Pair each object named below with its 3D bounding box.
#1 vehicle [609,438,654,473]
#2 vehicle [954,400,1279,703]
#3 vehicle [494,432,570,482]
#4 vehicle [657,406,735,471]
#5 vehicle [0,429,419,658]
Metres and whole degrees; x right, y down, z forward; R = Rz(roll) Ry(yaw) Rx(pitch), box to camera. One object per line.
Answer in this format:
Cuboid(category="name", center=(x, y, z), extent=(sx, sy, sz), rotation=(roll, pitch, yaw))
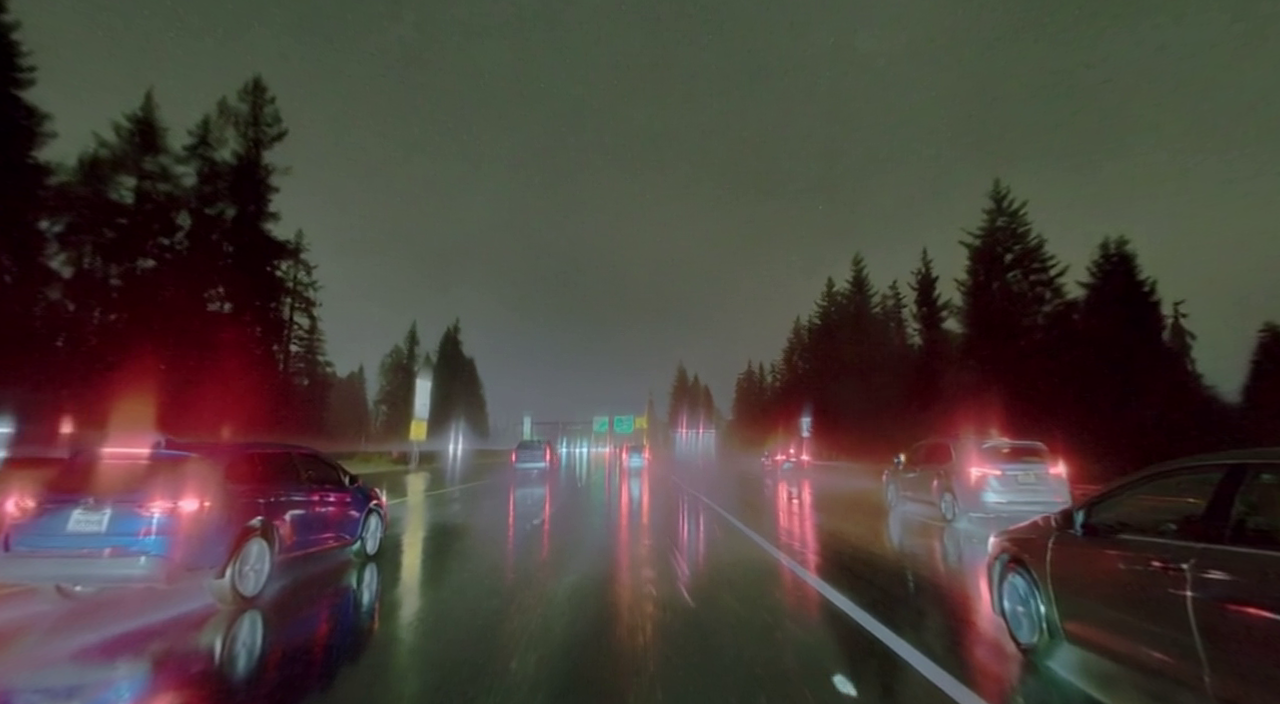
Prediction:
Cuboid(category="vehicle", center=(-0.444, 5.459, 33.354), extent=(2.235, 1.682, 4.094), rotation=(0, -8, -1))
Cuboid(category="vehicle", center=(3.179, 0.924, 2.092), extent=(2.031, 1.504, 4.327), rotation=(0, -8, 0))
Cuboid(category="vehicle", center=(-4.245, 4.237, 25.673), extent=(2.176, 1.783, 4.799), rotation=(0, -8, 1))
Cuboid(category="vehicle", center=(3.037, 5.354, 38.518), extent=(3.426, 3.279, 12.313), rotation=(0, -8, -1))
Cuboid(category="vehicle", center=(-3.976, 1.536, 6.197), extent=(1.947, 1.424, 4.264), rotation=(0, -9, 2))
